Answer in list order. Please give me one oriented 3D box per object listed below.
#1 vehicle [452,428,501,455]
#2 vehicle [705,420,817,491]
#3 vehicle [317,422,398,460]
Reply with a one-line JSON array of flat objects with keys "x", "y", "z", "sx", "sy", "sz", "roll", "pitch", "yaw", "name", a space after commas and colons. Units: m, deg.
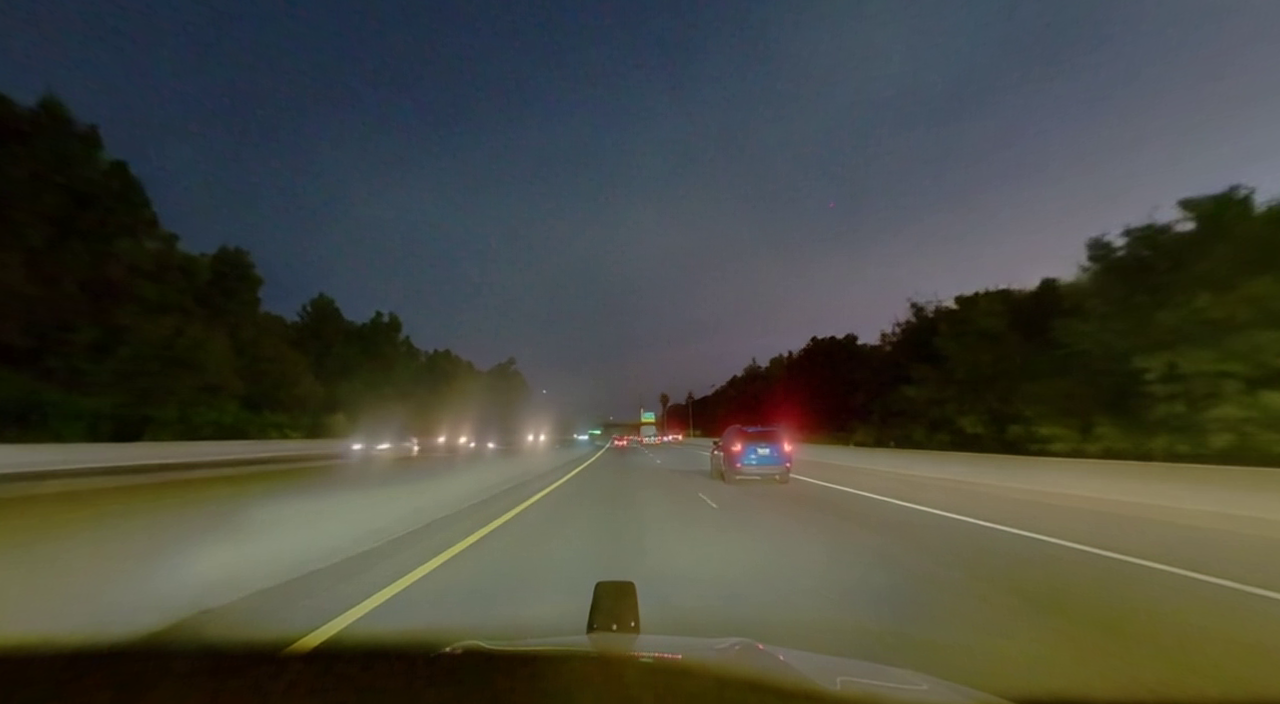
[{"x": -9.387, "y": 5.159, "z": 36.538, "sx": 1.841, "sy": 1.482, "sz": 3.996, "roll": 0, "pitch": -7, "yaw": -1, "name": "vehicle"}, {"x": 3.108, "y": 2.751, "z": 17.271, "sx": 2.085, "sy": 1.681, "sz": 4.436, "roll": 0, "pitch": -7, "yaw": -2, "name": "vehicle"}, {"x": -13.422, "y": 4.266, "z": 30.277, "sx": 1.978, "sy": 1.674, "sz": 4.294, "roll": 0, "pitch": -8, "yaw": -1, "name": "vehicle"}]
